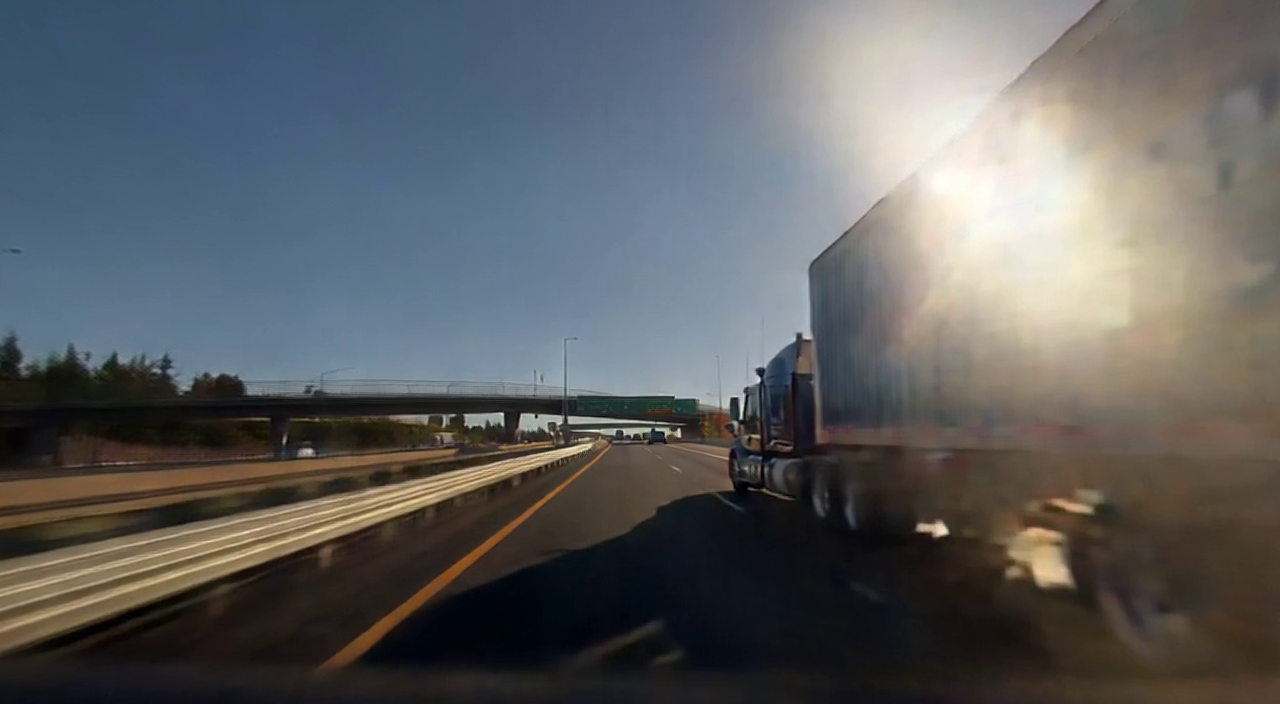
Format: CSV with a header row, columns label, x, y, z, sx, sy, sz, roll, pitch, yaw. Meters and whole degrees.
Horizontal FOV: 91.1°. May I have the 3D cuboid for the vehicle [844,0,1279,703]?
label,x,y,z,sx,sy,sz,roll,pitch,yaw
vehicle,4.166,-0.128,3.703,2.888,3.866,8.380,0,-8,-1
